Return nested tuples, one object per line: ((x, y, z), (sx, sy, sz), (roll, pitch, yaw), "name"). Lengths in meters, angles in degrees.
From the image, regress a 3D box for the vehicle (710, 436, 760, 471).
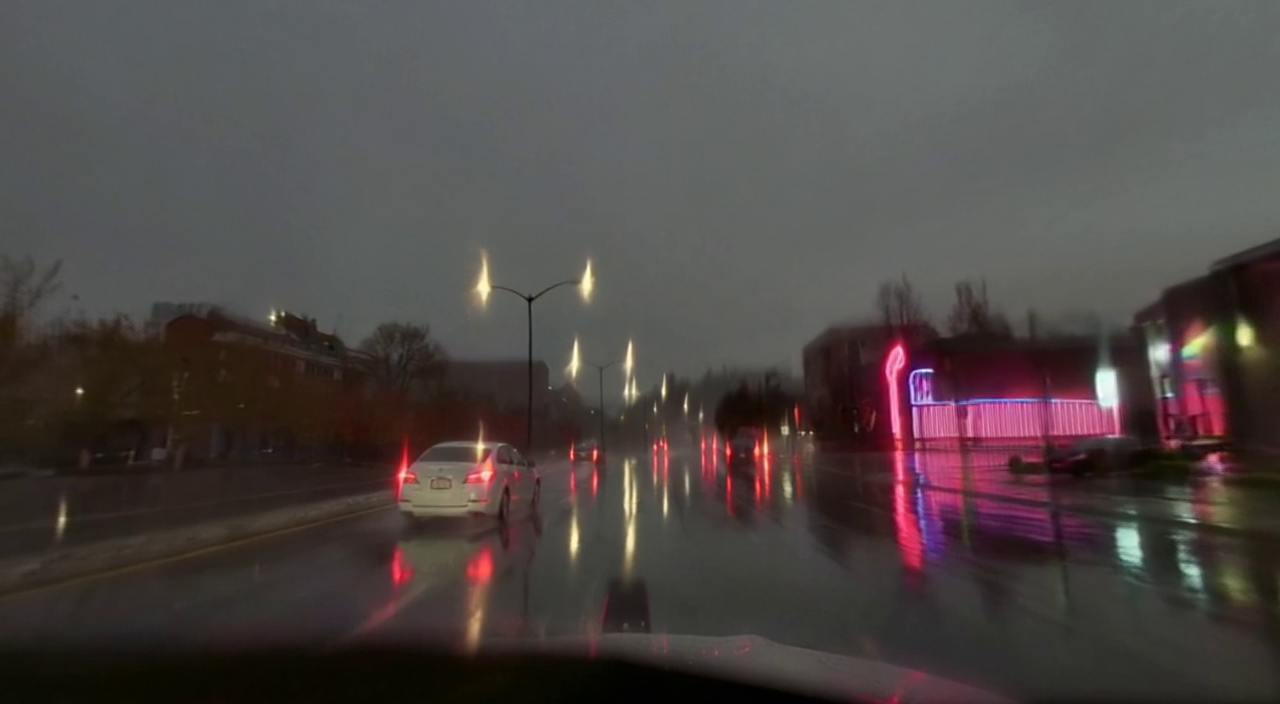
((4.904, 5.326, 33.123), (2.103, 1.699, 4.171), (0, -8, 1), "vehicle")

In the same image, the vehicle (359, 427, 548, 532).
((-3.153, 2.259, 11.809), (2.118, 1.568, 4.436), (0, -8, 1), "vehicle")

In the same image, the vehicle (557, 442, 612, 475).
((-2.585, 5.061, 30.185), (1.980, 1.454, 4.226), (-1, -8, 4), "vehicle")

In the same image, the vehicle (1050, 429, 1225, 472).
((18.194, 3.622, 23.251), (4.583, 1.491, 2.192), (0, -8, -1), "vehicle")
